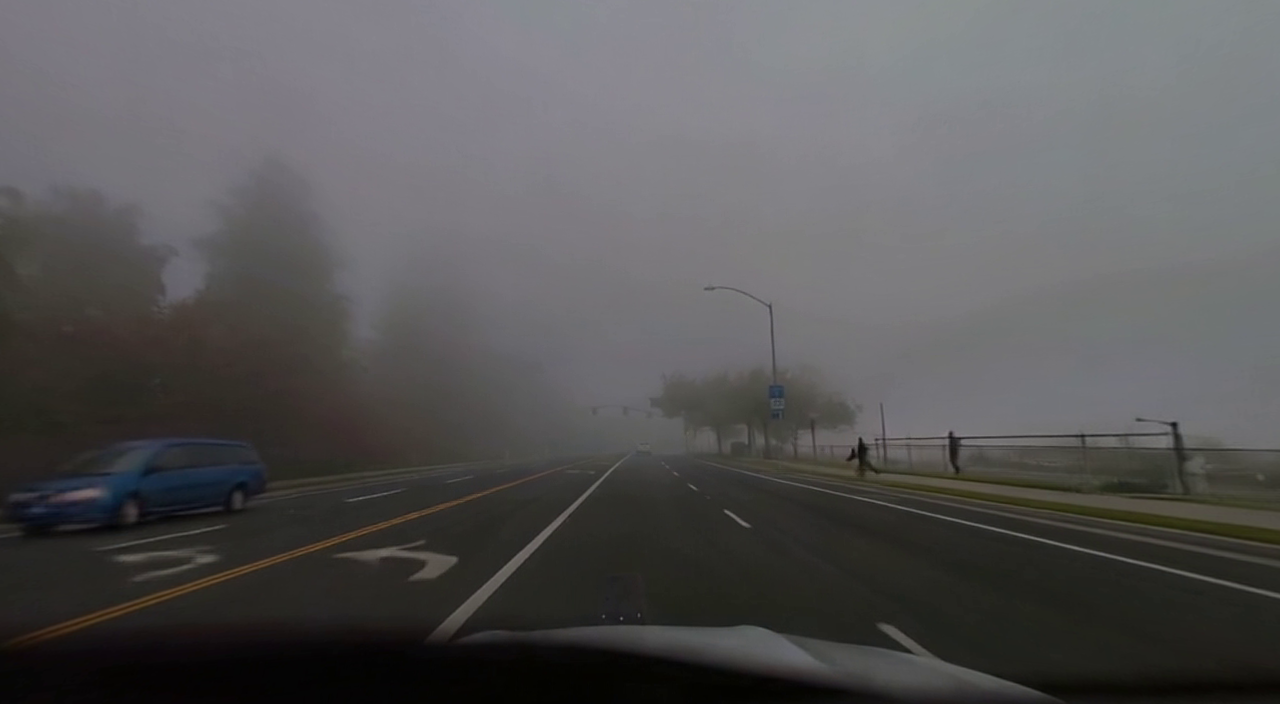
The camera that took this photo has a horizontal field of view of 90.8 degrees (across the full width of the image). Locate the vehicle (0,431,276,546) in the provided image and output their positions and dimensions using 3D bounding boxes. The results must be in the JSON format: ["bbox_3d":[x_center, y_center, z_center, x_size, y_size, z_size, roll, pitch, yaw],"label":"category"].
[{"bbox_3d":[-9.205,2.408,11.911,2.066,1.709,4.509,0,-8,-2],"label":"vehicle"}]
